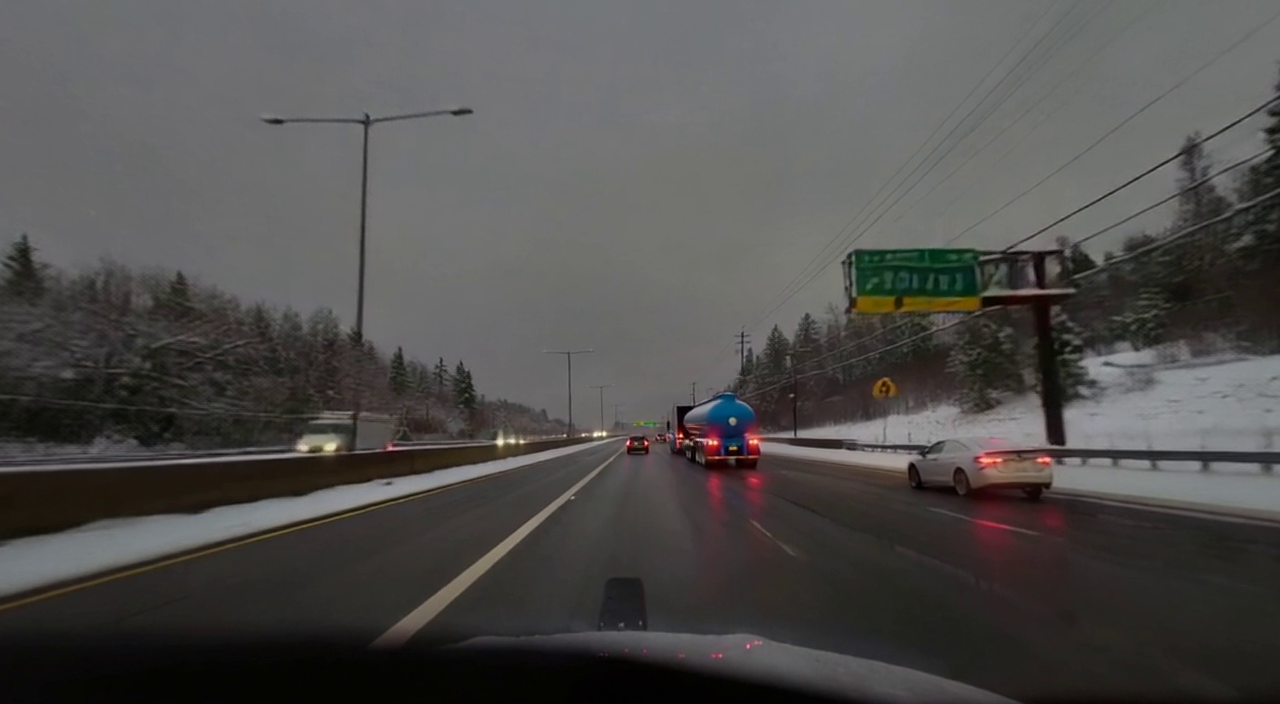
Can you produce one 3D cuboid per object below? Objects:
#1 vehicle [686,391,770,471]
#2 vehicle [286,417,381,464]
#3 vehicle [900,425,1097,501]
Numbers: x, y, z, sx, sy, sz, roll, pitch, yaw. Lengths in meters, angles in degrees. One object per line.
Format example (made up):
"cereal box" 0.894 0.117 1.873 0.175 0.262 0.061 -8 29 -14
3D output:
"vehicle" 3.839 3.755 29.394 2.791 3.179 8.074 0 -8 0
"vehicle" -17.904 5.263 37.301 2.410 2.513 6.257 0 -8 1
"vehicle" 8.015 2.532 14.767 1.905 1.480 4.624 0 -8 0
